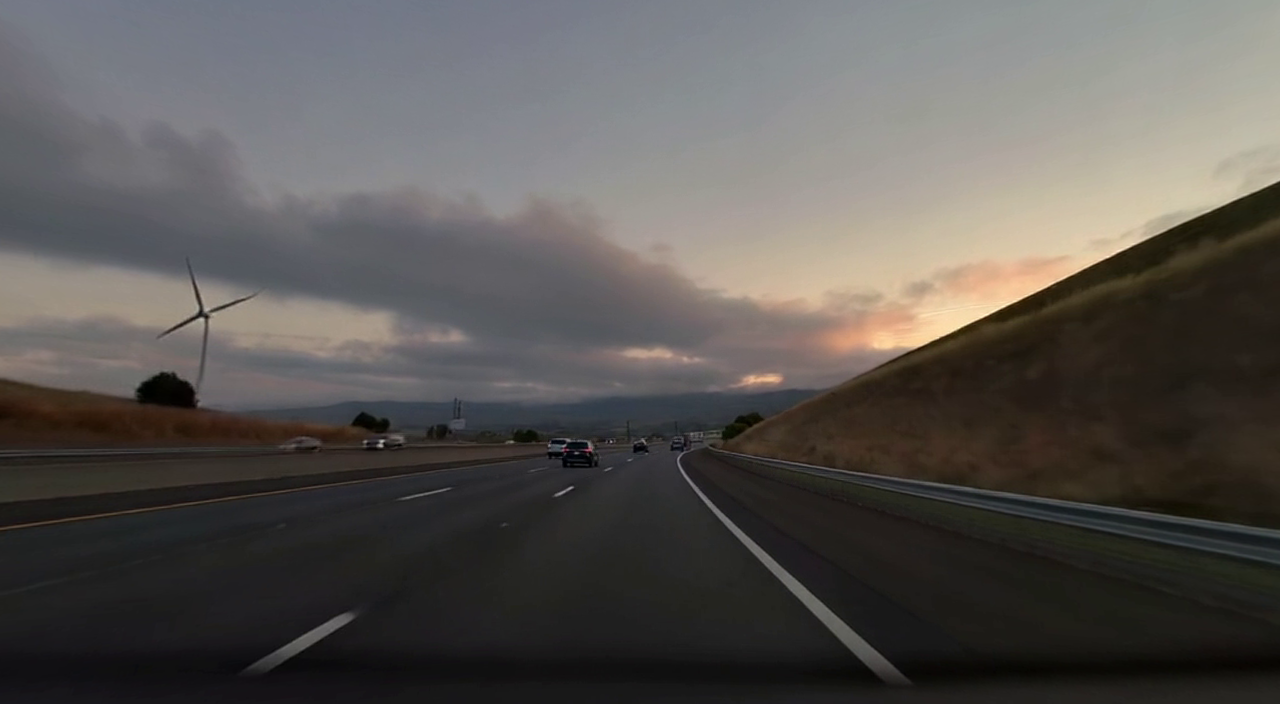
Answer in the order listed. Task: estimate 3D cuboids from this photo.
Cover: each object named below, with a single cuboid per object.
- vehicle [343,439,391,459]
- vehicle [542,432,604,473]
[{"bbox_3d":[-20.506,7.316,47.503,1.768,1.466,3.886,0,-9,2],"label":"vehicle"},{"bbox_3d":[-2.963,4.578,28.825,2.118,1.702,4.355,0,-9,3],"label":"vehicle"}]
